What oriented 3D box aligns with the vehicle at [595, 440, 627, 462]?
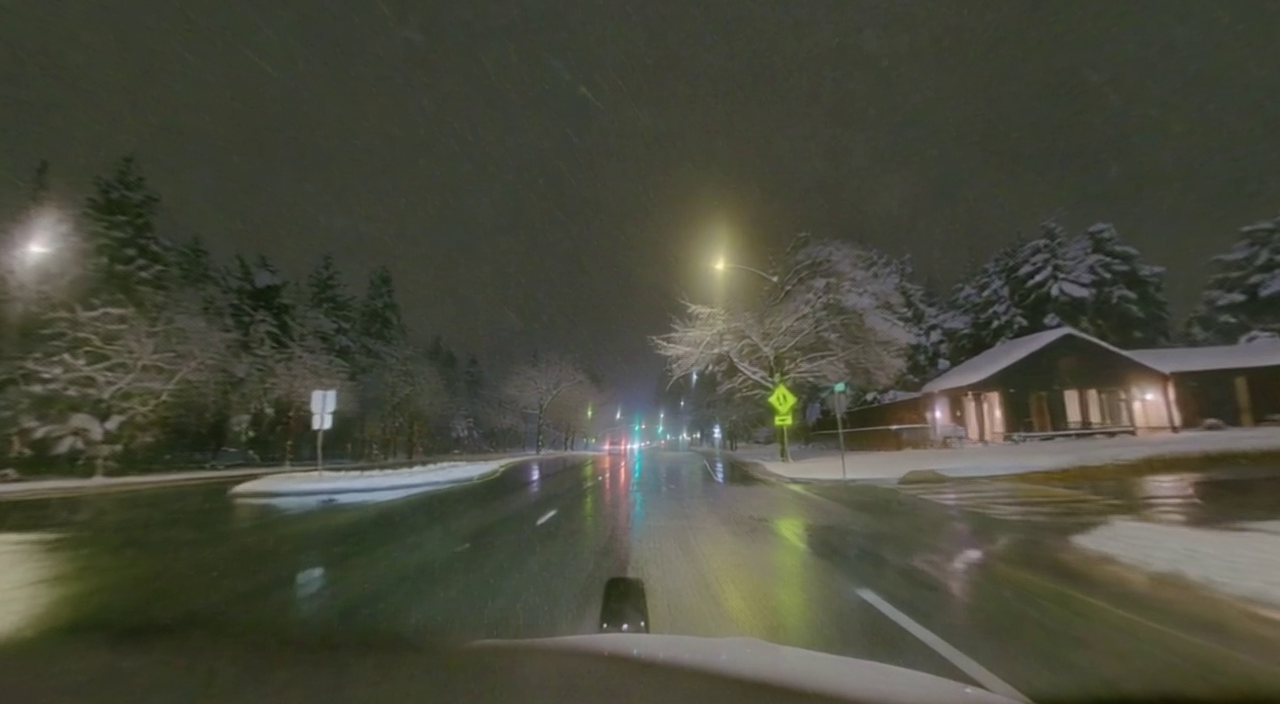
[{"bbox_3d":[-2.233,7.834,49.922,2.173,1.694,4.335,0,-9,2],"label":"vehicle"}]
